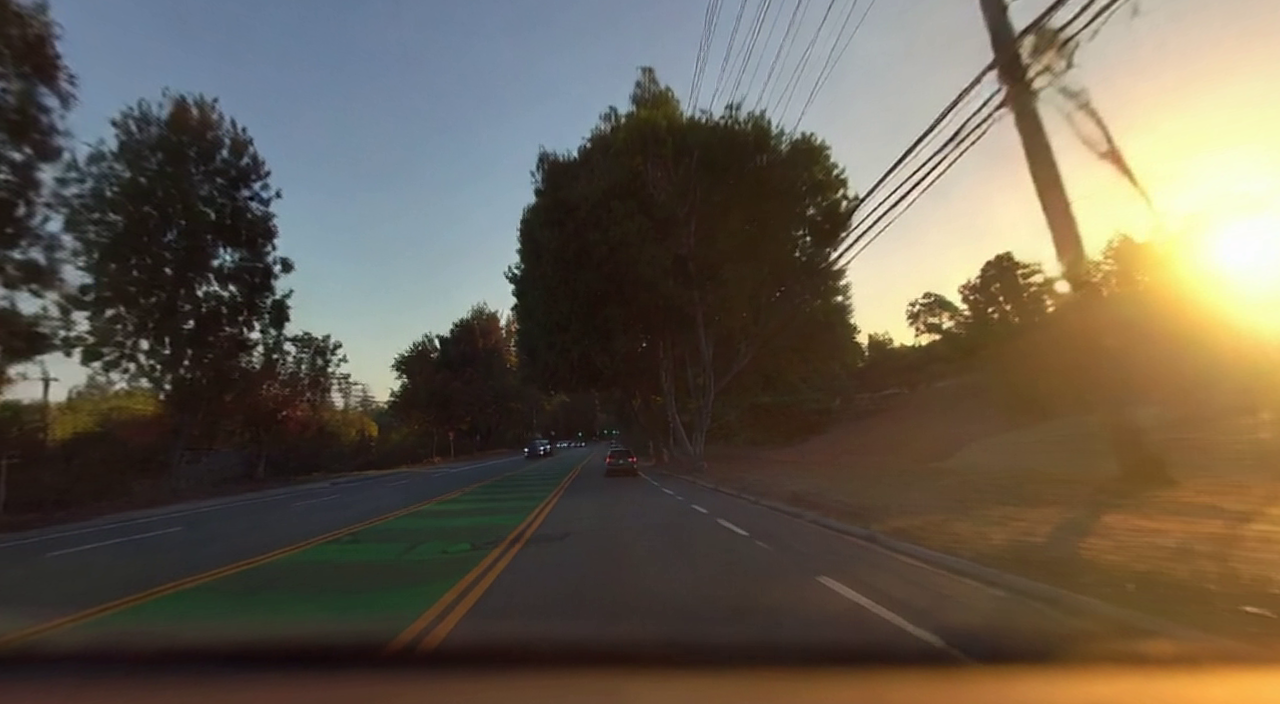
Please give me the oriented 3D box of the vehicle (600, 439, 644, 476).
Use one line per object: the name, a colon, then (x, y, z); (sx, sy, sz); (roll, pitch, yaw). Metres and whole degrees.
vehicle: (-1.046, 5.528, 33.225); (2.140, 1.767, 4.720); (0, -9, -4)
